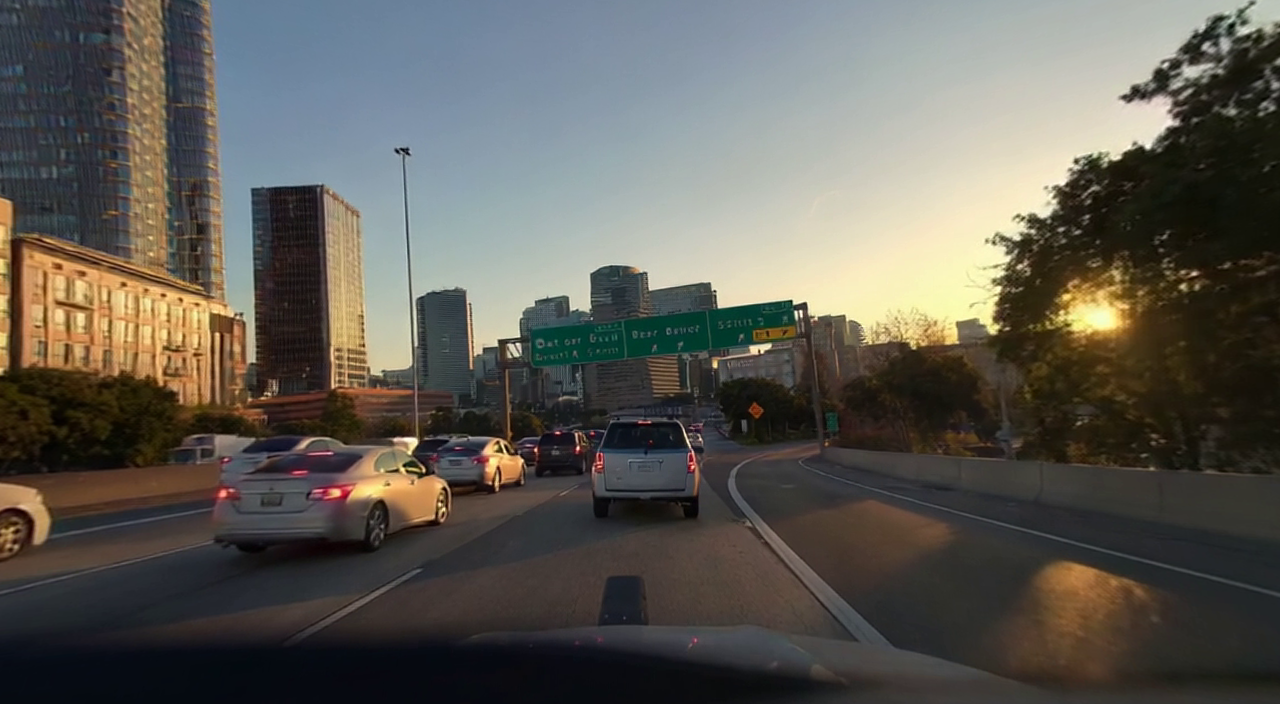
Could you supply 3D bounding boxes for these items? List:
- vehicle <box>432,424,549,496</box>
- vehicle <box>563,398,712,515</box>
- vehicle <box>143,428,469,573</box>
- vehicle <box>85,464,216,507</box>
[{"bbox_3d":[-3.971,2.973,17.658,1.953,1.729,4.377,0,-9,3],"label":"vehicle"},{"bbox_3d":[0.033,2.284,14.173,2.616,2.063,5.933,0,-9,1],"label":"vehicle"},{"bbox_3d":[-4.075,1.867,8.744,2.087,1.481,4.225,0,-9,2],"label":"vehicle"},{"bbox_3d":[-20.497,5.575,26.722,1.795,1.506,4.762,0,-9,-1],"label":"vehicle"}]
